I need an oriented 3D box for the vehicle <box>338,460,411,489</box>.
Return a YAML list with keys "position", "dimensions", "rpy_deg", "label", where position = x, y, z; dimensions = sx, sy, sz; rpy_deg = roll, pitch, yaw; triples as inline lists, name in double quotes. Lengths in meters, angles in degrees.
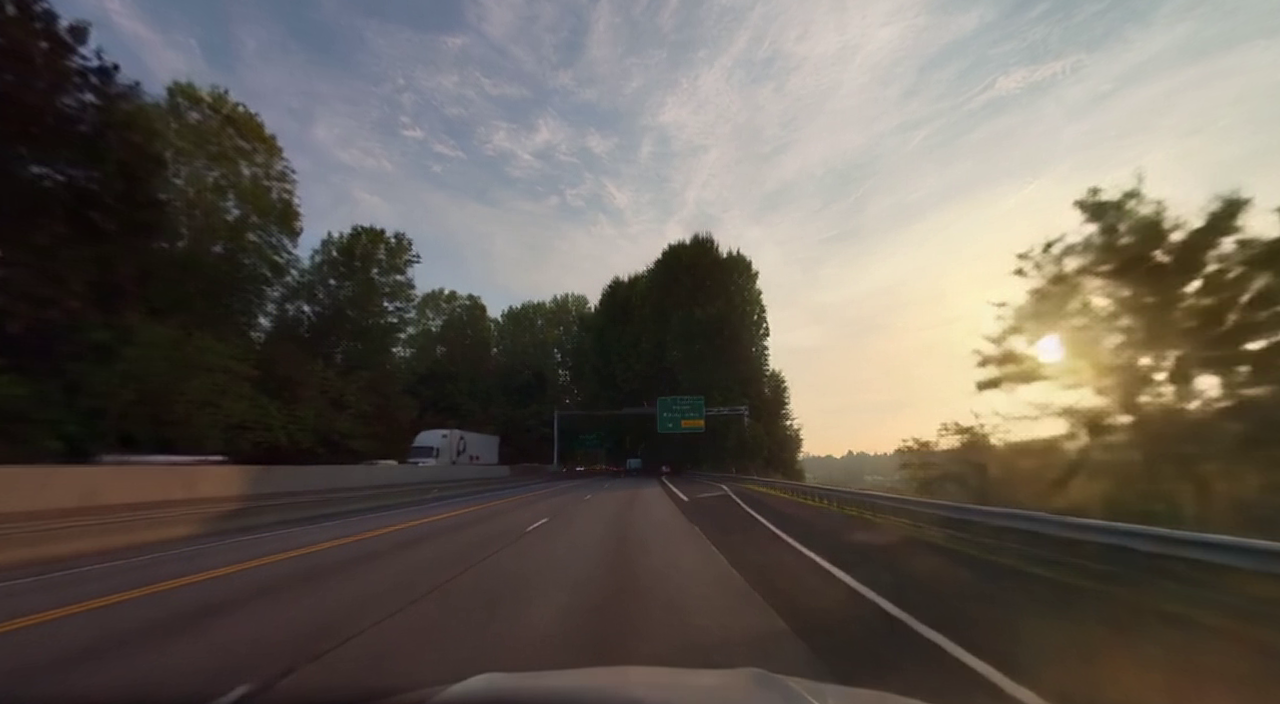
- position: [-14.125, 6.553, 33.836]
  dimensions: [1.820, 1.420, 4.348]
  rpy_deg: [0, -10, 3]
  label: "vehicle"
